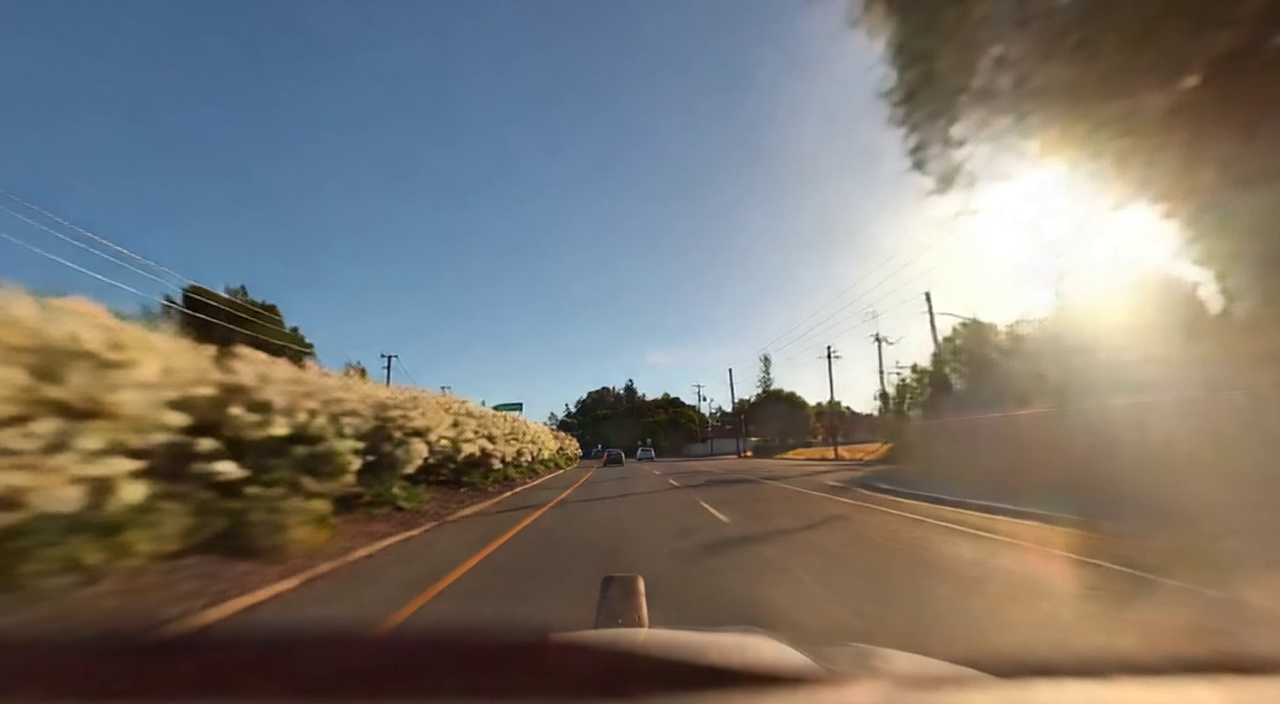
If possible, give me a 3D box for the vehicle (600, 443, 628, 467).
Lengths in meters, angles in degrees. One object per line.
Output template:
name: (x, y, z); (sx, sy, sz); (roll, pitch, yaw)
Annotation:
vehicle: (-1.935, 7.520, 46.200); (2.005, 1.633, 4.044); (0, -9, -3)
